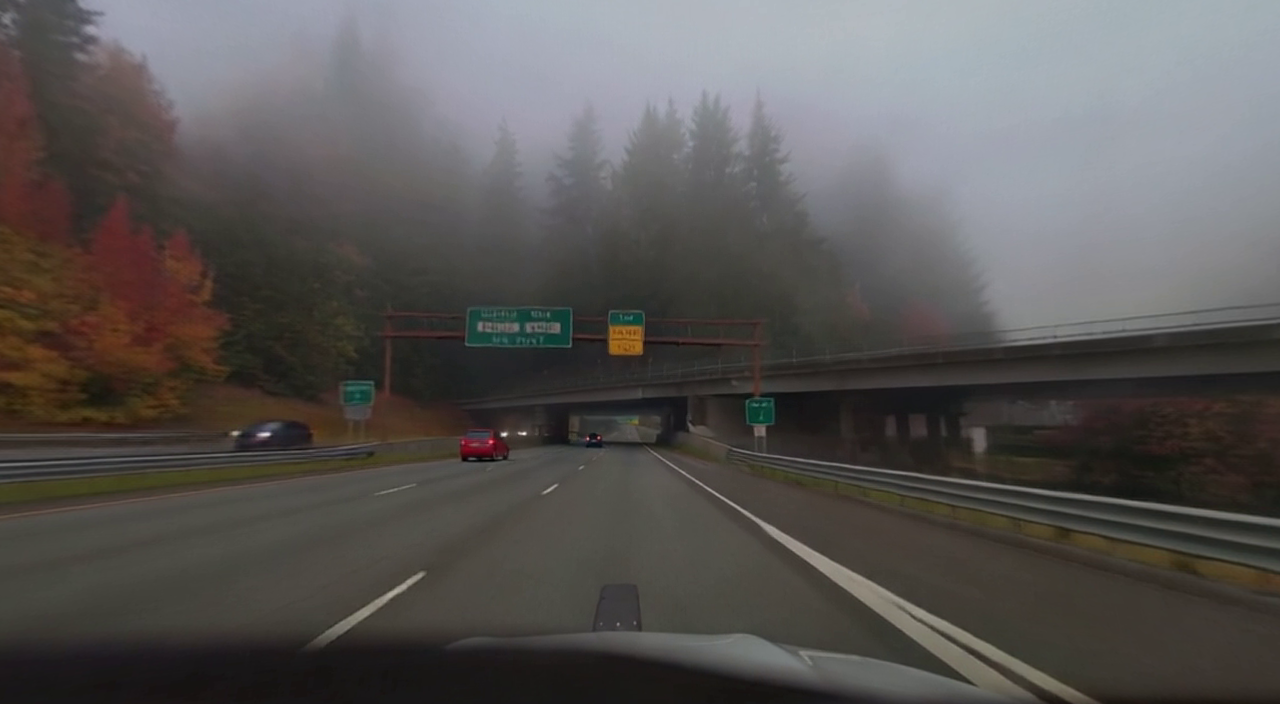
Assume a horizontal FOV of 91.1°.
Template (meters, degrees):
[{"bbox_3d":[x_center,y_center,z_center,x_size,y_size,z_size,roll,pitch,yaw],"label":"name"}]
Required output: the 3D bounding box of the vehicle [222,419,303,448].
[{"bbox_3d":[-21.479,4.697,36.000,1.908,1.552,4.438,0,-8,-1],"label":"vehicle"}]

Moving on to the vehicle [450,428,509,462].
[{"bbox_3d":[-8.458,4.963,33.617,1.987,1.677,4.580,0,-8,-1],"label":"vehicle"}]
